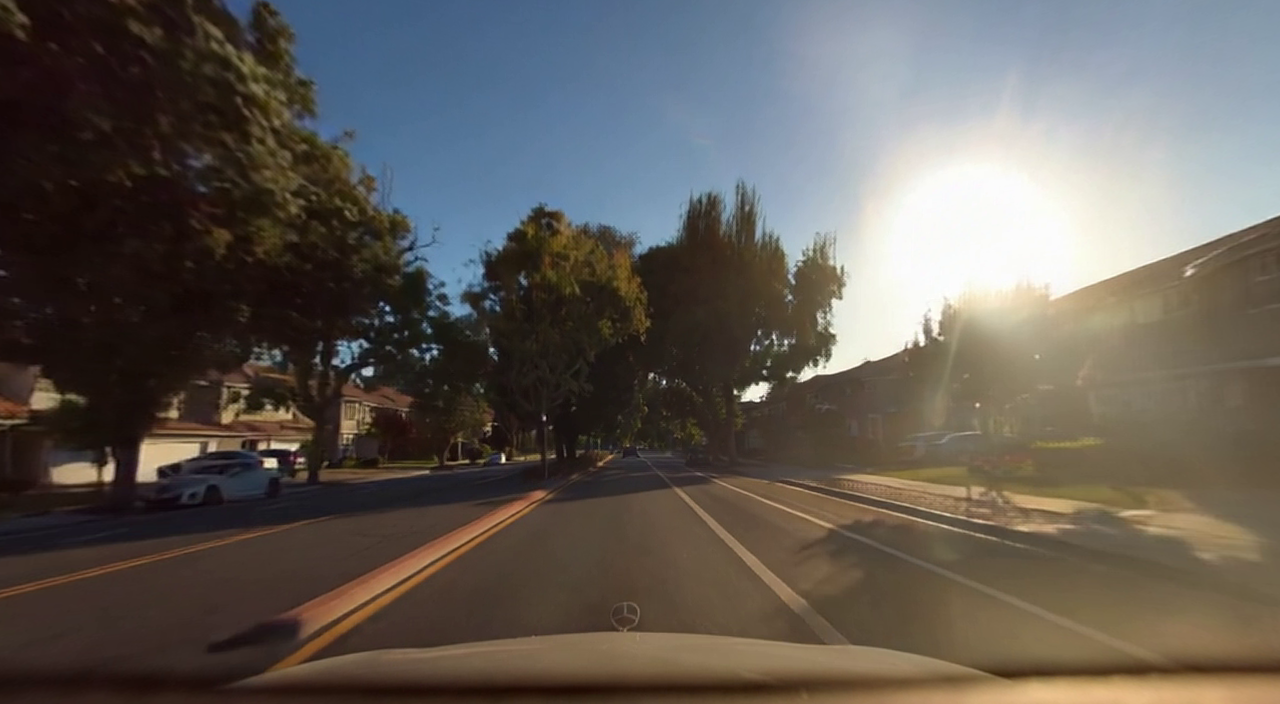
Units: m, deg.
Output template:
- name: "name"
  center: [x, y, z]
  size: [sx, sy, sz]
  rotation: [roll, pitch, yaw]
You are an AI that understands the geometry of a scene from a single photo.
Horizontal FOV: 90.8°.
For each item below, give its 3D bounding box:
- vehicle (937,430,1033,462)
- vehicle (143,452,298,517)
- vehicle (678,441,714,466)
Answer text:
- name: "vehicle"
  center: [18.070, 4.926, 33.211]
  size: [3.858, 1.583, 1.931]
  rotation: [0, -8, -2]
- name: "vehicle"
  center: [-12.905, 4.055, 19.873]
  size: [1.936, 1.504, 4.456]
  rotation: [-2, -7, -1]
- name: "vehicle"
  center: [3.963, 7.283, 45.489]
  size: [2.045, 1.677, 4.509]
  rotation: [0, -8, -1]
